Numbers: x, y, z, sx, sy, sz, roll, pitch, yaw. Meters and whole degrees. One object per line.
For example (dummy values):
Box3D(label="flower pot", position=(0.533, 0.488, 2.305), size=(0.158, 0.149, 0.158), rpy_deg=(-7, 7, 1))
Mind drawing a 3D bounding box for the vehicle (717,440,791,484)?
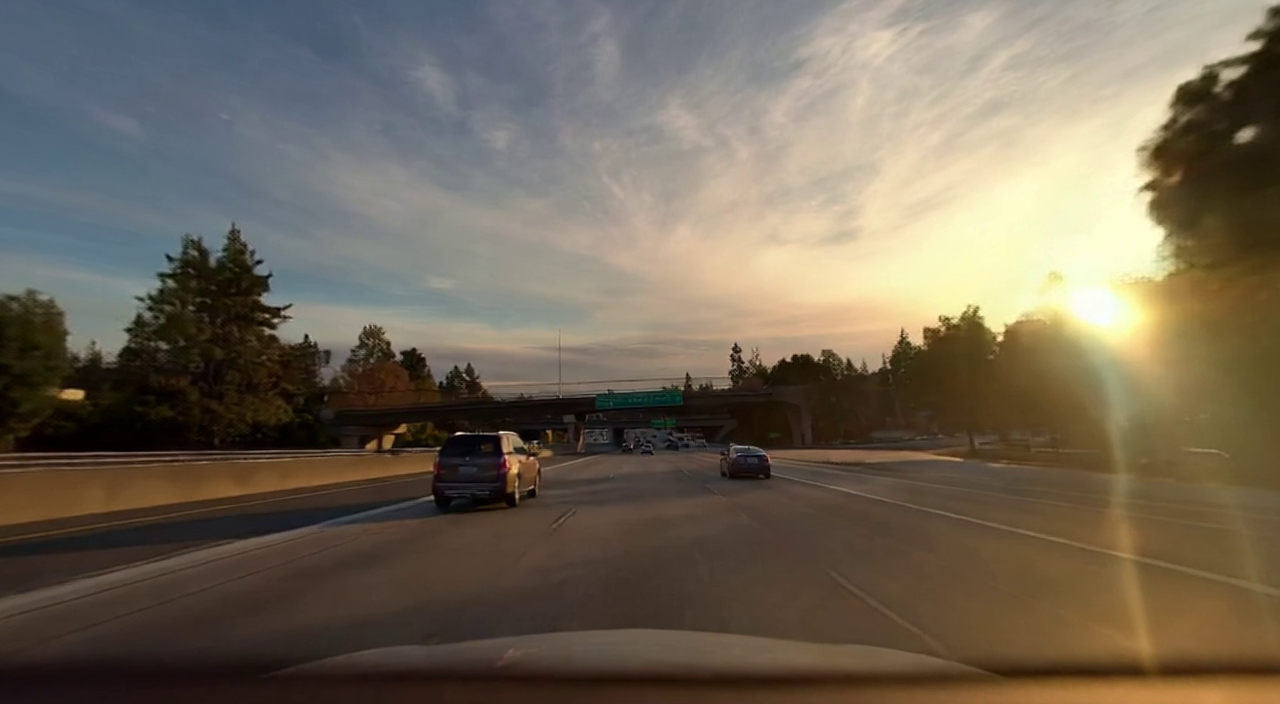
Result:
Box3D(label="vehicle", position=(4.168, 4.068, 23.701), size=(1.908, 1.483, 4.259), rpy_deg=(0, -8, -1))

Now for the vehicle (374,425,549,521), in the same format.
Box3D(label="vehicle", position=(-3.559, 2.537, 13.816), size=(2.259, 1.706, 4.924), rpy_deg=(0, -8, 2))
